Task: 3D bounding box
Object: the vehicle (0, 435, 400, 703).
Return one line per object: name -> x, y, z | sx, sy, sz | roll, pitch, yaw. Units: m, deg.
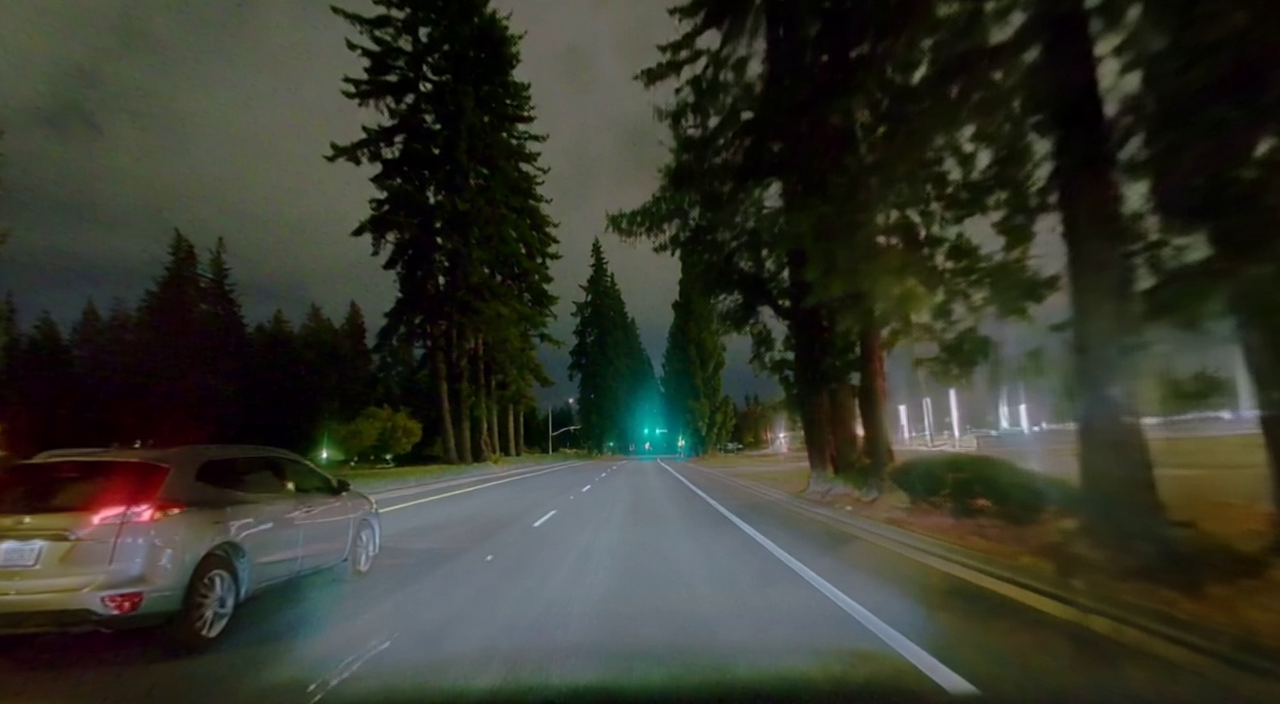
vehicle -> -3.890, 1.483, 5.470 | 1.946, 1.437, 4.154 | -1, -8, 1
